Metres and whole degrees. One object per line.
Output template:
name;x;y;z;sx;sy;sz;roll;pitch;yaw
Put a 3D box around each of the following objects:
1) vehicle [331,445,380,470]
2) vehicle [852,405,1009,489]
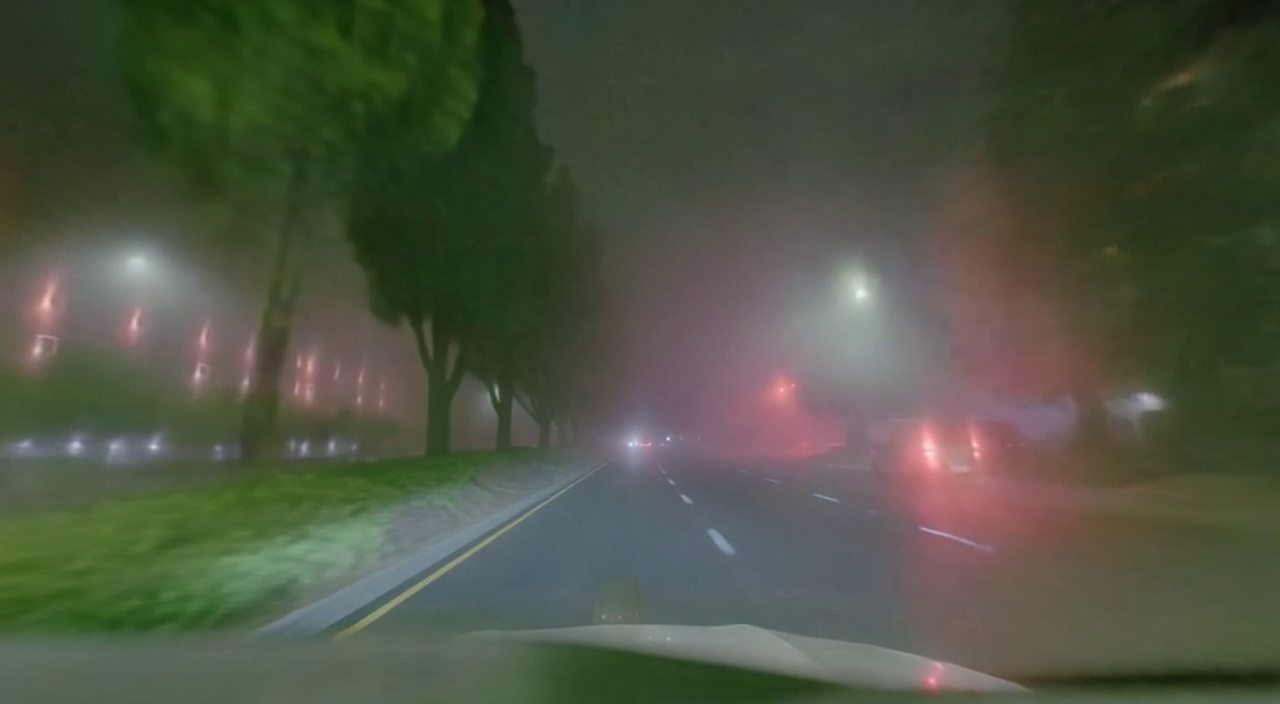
vehicle;-22.168;8.245;49.408;1.863;1.845;4.073;0;-8;1
vehicle;9.872;3.340;22.251;2.456;2.534;5.930;0;-8;-2
